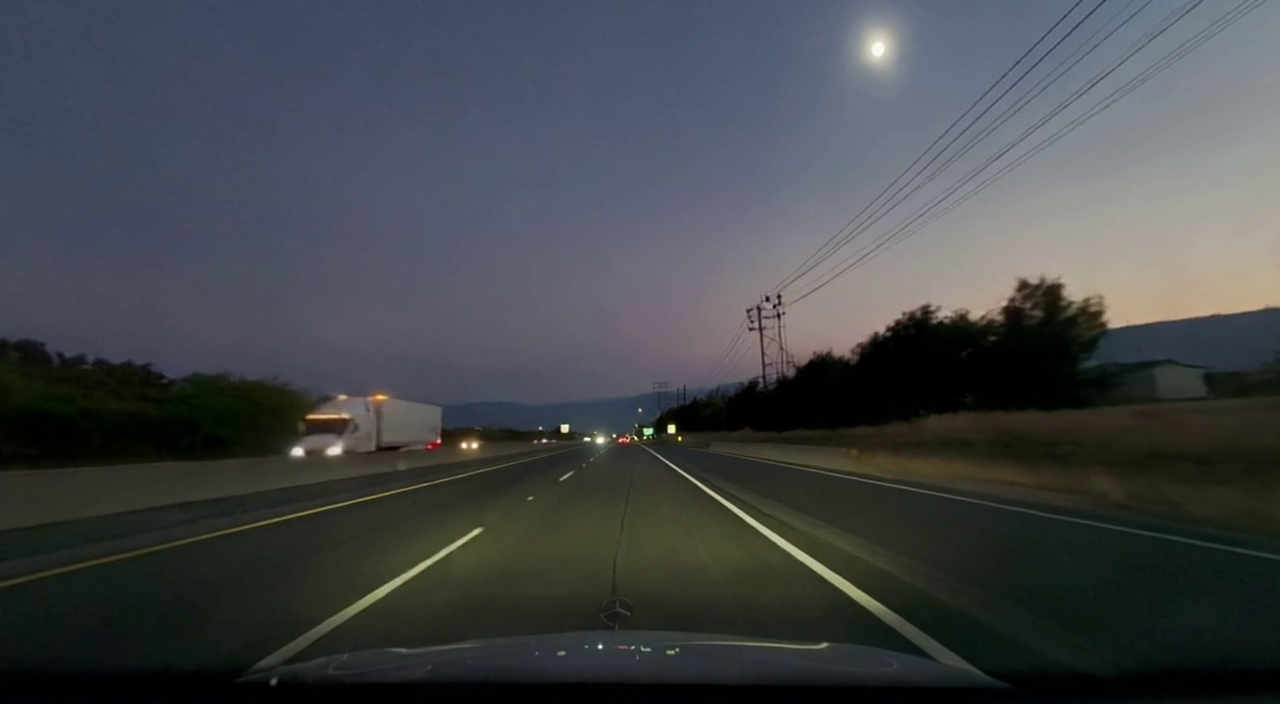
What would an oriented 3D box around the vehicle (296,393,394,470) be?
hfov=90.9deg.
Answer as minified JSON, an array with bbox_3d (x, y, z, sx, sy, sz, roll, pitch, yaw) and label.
[{"bbox_3d":[-17.734,4.887,38.450,2.924,4.272,6.223,0,-8,-1],"label":"vehicle"}]
